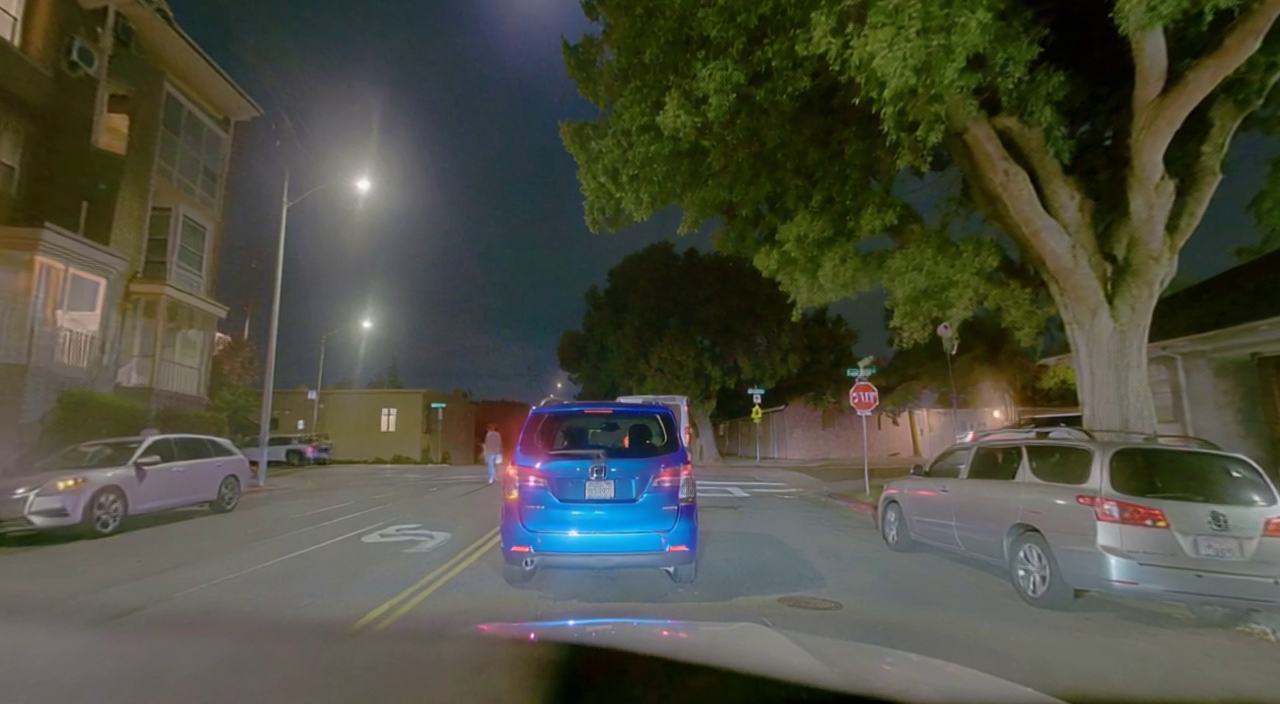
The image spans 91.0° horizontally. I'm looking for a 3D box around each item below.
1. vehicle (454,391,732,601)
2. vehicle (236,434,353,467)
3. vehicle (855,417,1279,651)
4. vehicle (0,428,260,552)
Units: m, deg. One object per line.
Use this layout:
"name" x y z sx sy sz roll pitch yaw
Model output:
"vehicle" -0.412 1.582 7.814 2.377 1.787 4.652 0 -8 0
"vehicle" -16.265 4.650 29.781 4.387 1.495 1.811 1 -8 -3
"vehicle" 4.220 1.680 6.910 1.959 1.581 4.731 4 -9 -2
"vehicle" -8.290 2.021 10.058 1.825 1.532 4.083 -3 -7 2
